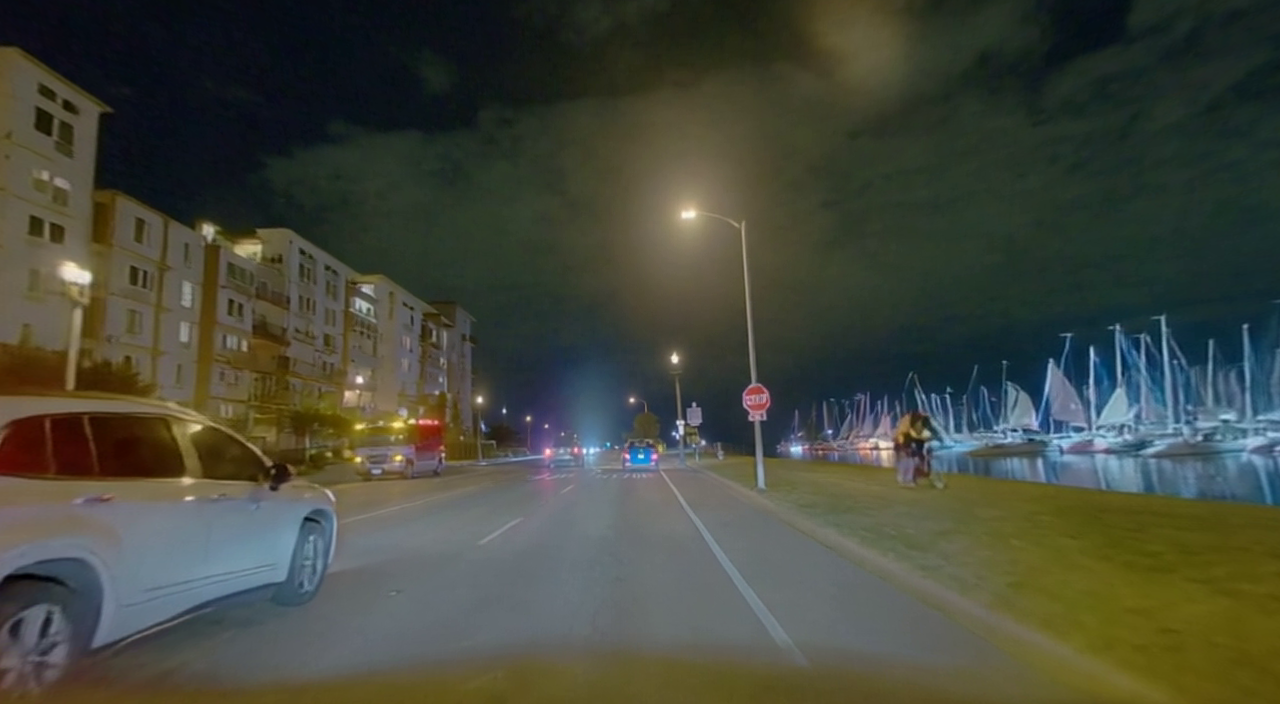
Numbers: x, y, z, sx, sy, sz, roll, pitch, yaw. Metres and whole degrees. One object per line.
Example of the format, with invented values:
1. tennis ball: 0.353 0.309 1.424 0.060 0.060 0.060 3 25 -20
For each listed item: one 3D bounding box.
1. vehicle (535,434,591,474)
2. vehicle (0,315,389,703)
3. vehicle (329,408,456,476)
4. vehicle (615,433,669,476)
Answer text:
1. vehicle: -3.505 4.736 29.445 2.056 1.680 4.205 0 -9 1
2. vehicle: -3.551 0.975 3.799 2.082 1.817 4.724 0 -9 0
3. vehicle: -13.476 5.104 35.503 2.924 3.288 9.352 -1 -9 3
4. vehicle: 0.064 4.192 25.875 2.057 1.624 3.726 0 -9 0
